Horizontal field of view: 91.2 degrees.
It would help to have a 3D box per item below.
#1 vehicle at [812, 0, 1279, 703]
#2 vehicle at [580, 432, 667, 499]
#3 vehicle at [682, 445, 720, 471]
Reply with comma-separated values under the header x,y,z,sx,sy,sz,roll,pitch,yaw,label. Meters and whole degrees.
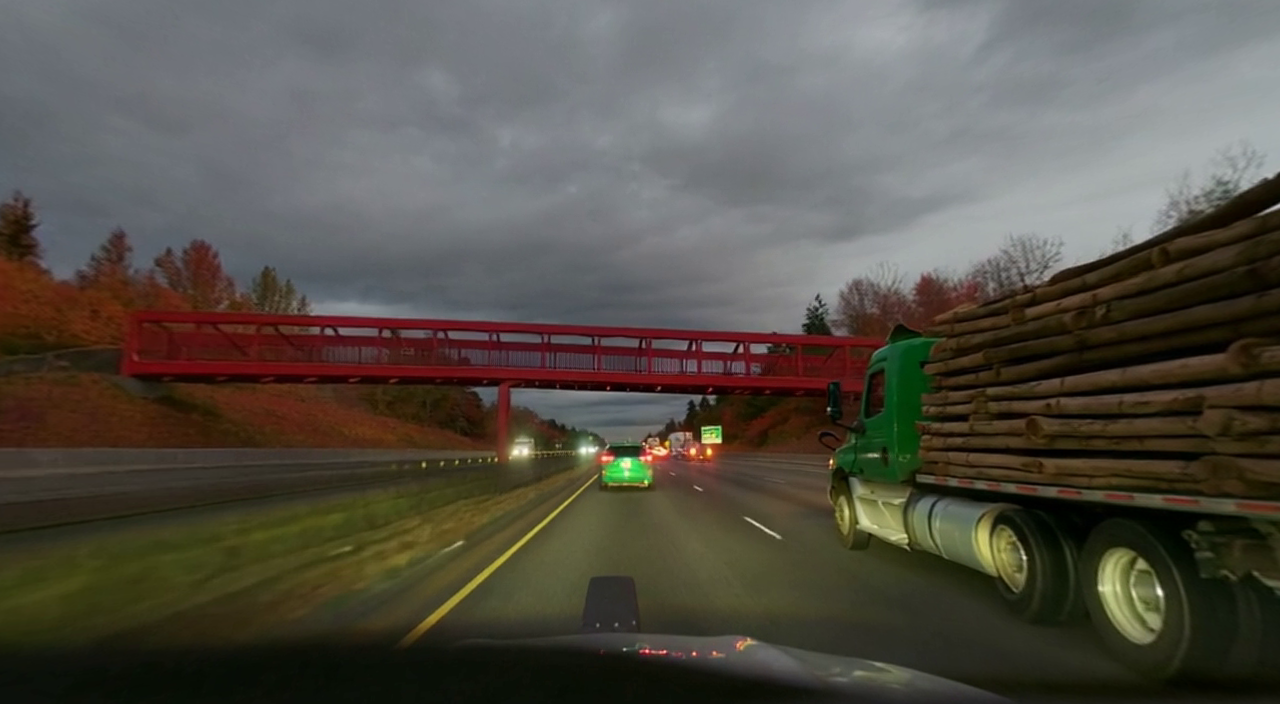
x,y,z,sx,sy,sz,roll,pitch,yaw,label
4.258,0.037,5.041,2.992,3.920,8.831,0,-9,-1,vehicle
-0.467,3.272,18.378,2.259,1.699,4.015,0,-9,-1,vehicle
3.754,6.582,39.082,1.894,1.487,3.751,0,-9,-2,vehicle
